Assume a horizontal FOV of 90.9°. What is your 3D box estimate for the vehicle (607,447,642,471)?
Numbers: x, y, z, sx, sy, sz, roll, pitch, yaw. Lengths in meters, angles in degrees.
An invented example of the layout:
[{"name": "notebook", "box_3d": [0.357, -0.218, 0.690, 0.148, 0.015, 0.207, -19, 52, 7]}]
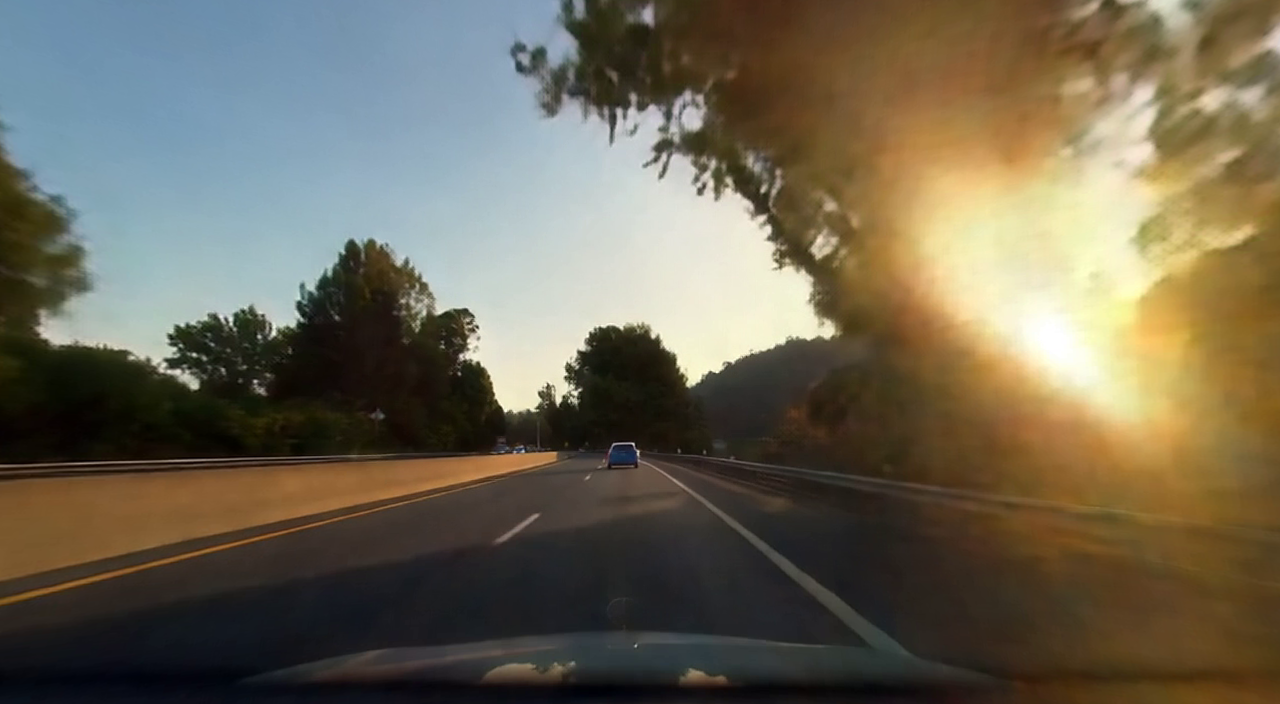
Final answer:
[{"name": "vehicle", "box_3d": [-0.997, 6.853, 40.514, 2.126, 1.411, 4.433, 0, -9, -1]}]
